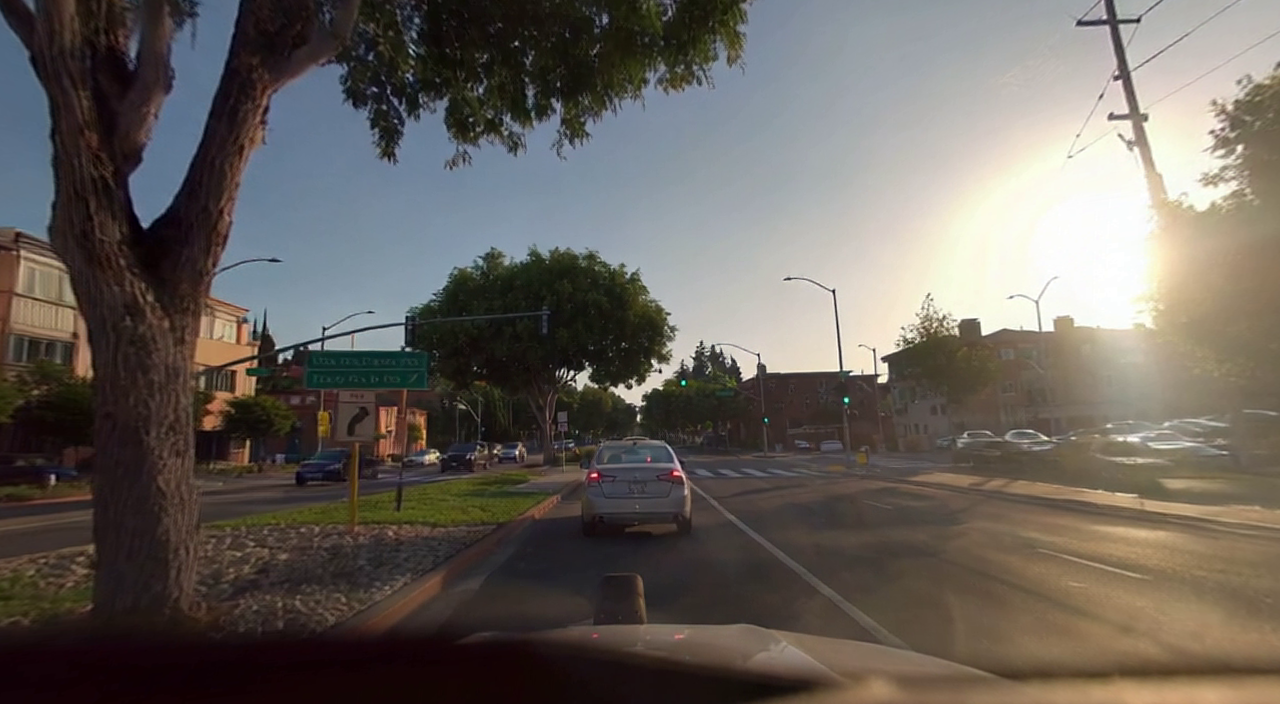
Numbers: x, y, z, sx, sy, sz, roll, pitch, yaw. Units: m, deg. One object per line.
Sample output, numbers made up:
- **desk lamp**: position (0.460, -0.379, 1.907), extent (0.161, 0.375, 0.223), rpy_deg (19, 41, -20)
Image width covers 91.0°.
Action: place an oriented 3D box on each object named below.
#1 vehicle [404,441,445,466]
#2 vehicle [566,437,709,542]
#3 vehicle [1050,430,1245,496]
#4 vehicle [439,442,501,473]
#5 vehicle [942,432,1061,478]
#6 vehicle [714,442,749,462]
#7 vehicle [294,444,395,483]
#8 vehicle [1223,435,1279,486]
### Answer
- **vehicle**: position (-16.043, 7.610, 47.080), extent (1.936, 1.733, 4.087), rpy_deg (0, -9, -5)
- **vehicle**: position (-0.139, 2.246, 10.942), extent (2.010, 1.447, 4.121), rpy_deg (0, -9, -3)
- **vehicle**: position (13.084, 2.885, 16.623), extent (1.859, 1.525, 3.948), rpy_deg (0, -9, 1)
- **vehicle**: position (-8.767, 5.481, 32.836), extent (1.994, 1.474, 4.411), rpy_deg (0, -9, 0)
- **vehicle**: position (13.069, 3.741, 23.063), extent (1.887, 1.504, 3.898), rpy_deg (0, -9, -2)
- **vehicle**: position (6.952, 7.611, 48.195), extent (1.932, 1.439, 4.159), rpy_deg (0, -9, -2)
- **vehicle**: position (-12.295, 4.643, 26.568), extent (2.125, 1.495, 4.308), rpy_deg (0, -9, 1)
- **vehicle**: position (20.148, 3.459, 20.265), extent (1.858, 1.478, 3.708), rpy_deg (-8, -12, 42)
